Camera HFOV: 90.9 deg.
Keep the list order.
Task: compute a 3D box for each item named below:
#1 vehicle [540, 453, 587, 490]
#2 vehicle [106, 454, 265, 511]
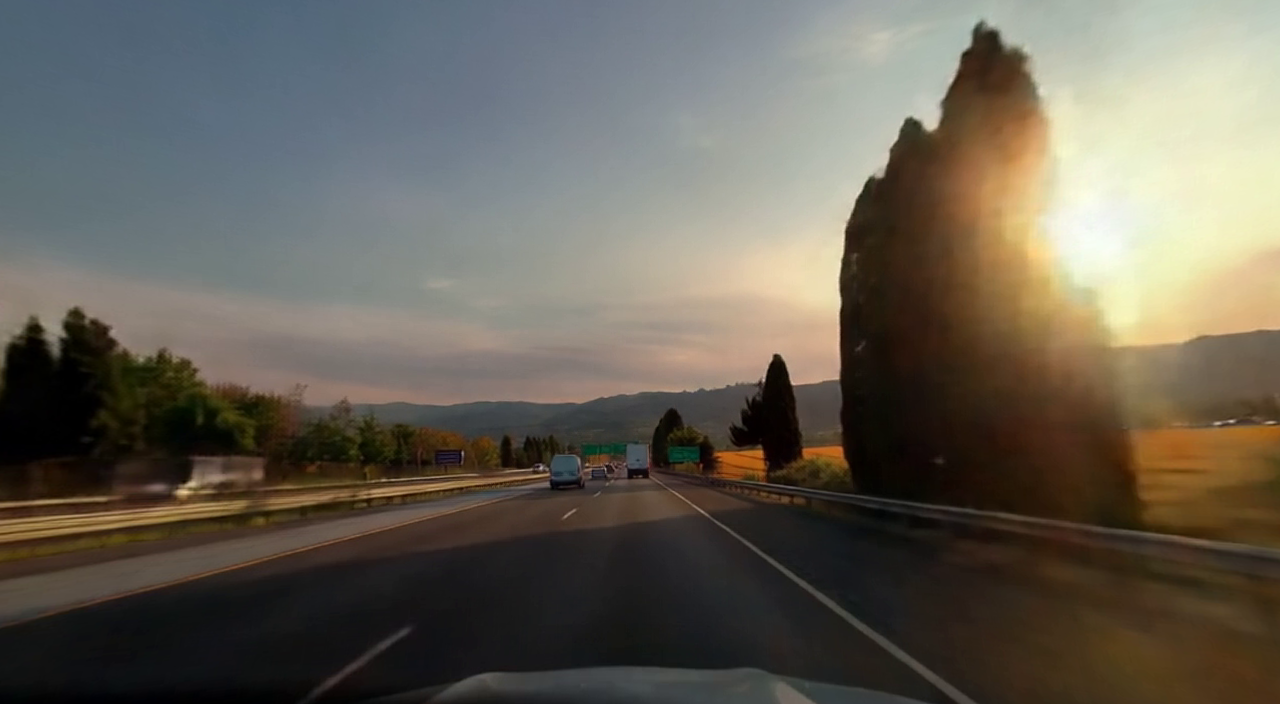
[{"bbox_3d":[-4.420,7.041,37.182,2.208,1.973,4.716,1,-10,0],"label":"vehicle"},{"bbox_3d":[-17.074,4.944,24.122,2.138,1.883,5.217,1,-10,0],"label":"vehicle"}]
